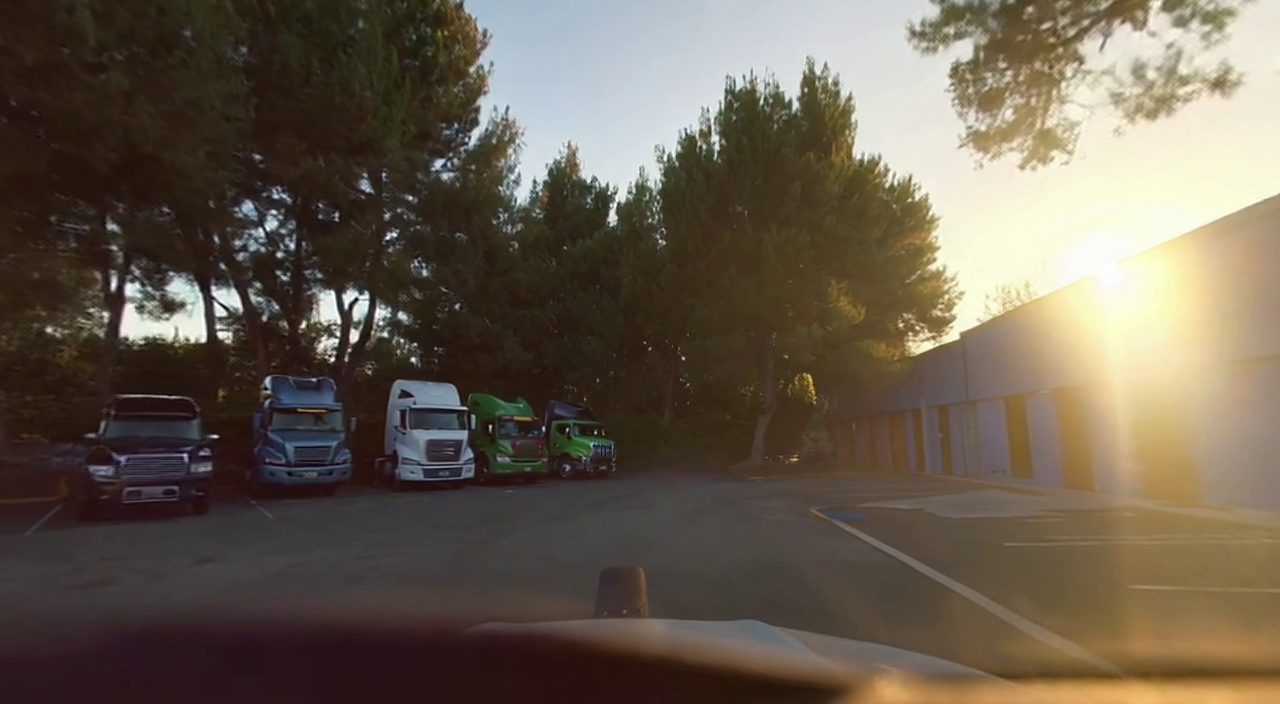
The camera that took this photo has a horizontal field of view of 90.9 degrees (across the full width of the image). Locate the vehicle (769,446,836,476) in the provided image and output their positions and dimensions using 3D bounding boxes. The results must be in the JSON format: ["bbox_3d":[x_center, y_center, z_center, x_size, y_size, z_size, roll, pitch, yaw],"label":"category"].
[{"bbox_3d":[8.719,5.783,33.696,3.473,1.506,1.809,8,-12,-43],"label":"vehicle"}]

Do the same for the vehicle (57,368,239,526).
[{"bbox_3d":[-12.429,2.393,15.885,2.674,3.007,7.819,7,-11,-39],"label":"vehicle"}]

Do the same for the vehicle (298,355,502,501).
[{"bbox_3d":[-9.295,2.941,23.007,2.948,4.069,11.906,7,-12,-40],"label":"vehicle"}]
